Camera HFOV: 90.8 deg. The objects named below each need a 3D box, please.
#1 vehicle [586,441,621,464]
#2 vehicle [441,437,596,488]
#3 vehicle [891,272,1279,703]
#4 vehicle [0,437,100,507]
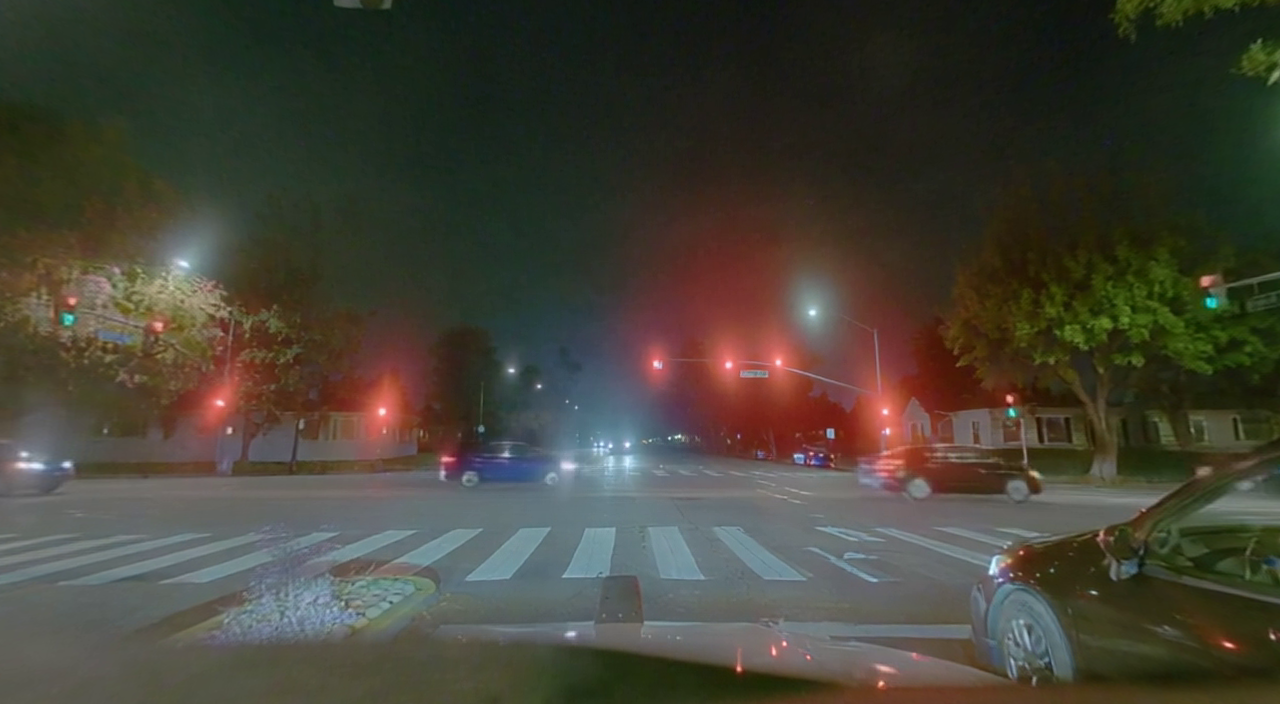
[{"bbox_3d":[-2.392,6.712,42.263,2.046,1.491,4.118,0,-9,1],"label":"vehicle"},{"bbox_3d":[-3.738,3.490,20.111,4.537,1.501,1.950,0,-9,-1],"label":"vehicle"},{"bbox_3d":[2.715,0.712,1.718,2.085,1.800,4.908,0,-9,1],"label":"vehicle"},{"bbox_3d":[-17.226,3.078,16.481,4.332,1.682,2.025,0,-9,-1],"label":"vehicle"}]
